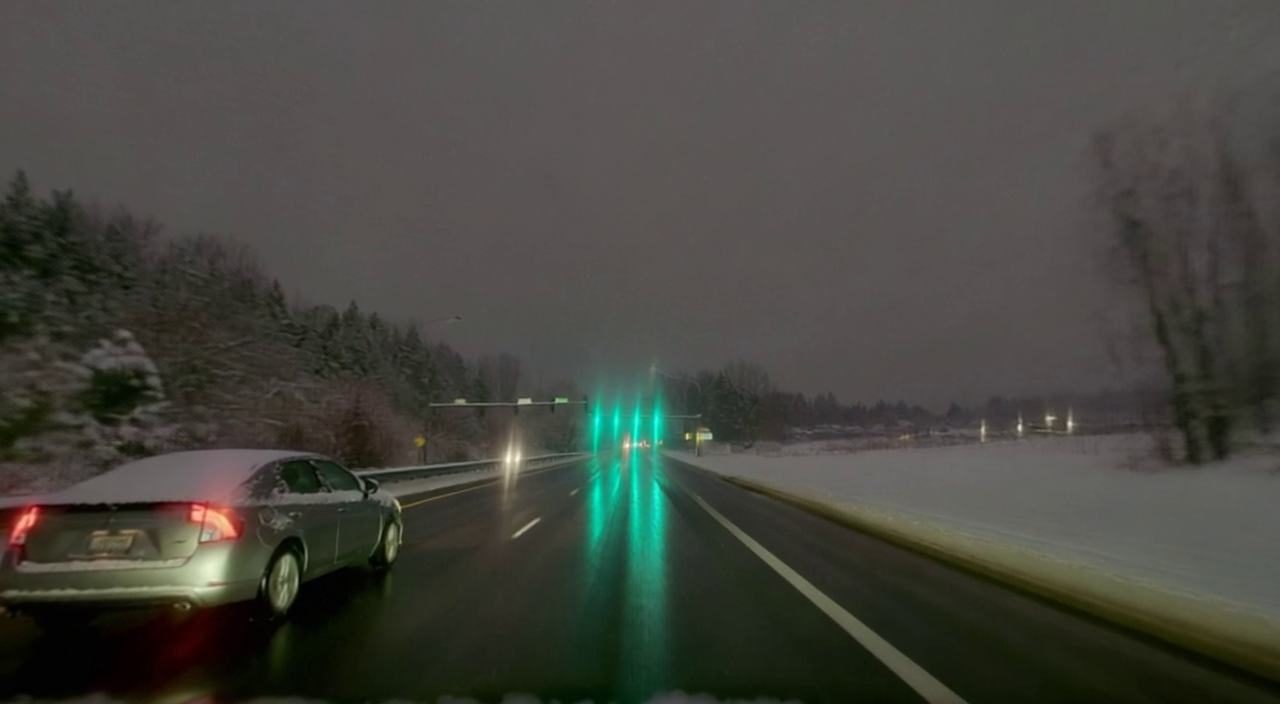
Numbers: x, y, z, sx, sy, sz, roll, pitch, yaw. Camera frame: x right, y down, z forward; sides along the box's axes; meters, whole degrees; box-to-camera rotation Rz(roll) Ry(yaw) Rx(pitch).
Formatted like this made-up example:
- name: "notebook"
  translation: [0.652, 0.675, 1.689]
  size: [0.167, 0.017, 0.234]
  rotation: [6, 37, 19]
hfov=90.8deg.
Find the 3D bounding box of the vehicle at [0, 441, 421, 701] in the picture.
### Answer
- name: "vehicle"
  translation: [-3.706, 1.543, 5.693]
  size: [1.946, 1.437, 4.154]
  rotation: [0, -8, 0]
